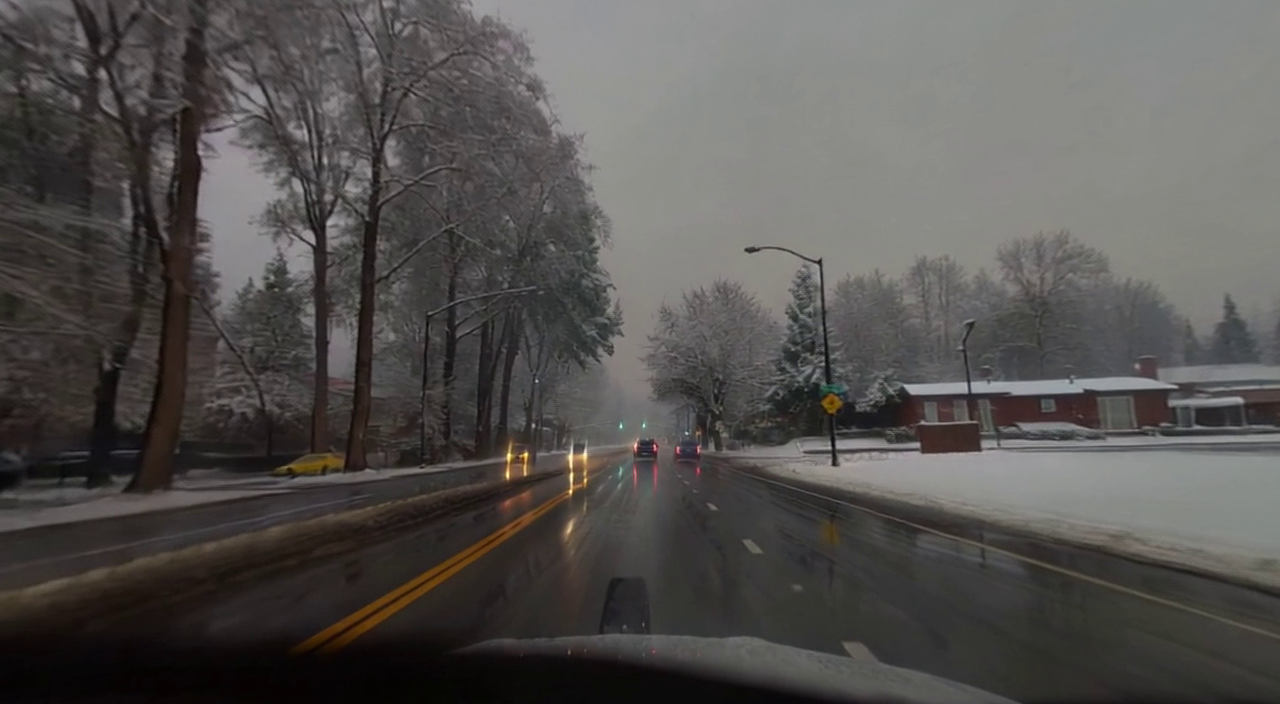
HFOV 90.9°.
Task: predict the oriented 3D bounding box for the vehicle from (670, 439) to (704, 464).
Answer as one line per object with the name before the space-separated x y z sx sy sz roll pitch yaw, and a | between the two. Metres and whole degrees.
vehicle | 3.487 7.420 47.344 2.189 1.766 4.495 0 -8 -1

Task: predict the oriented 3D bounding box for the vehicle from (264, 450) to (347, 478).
vehicle | -21.267 7.151 40.195 4.152 1.686 1.873 0 -8 -1

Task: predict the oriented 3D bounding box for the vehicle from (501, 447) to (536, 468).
vehicle | -9.204 8.039 48.157 1.889 1.506 3.911 0 -8 0

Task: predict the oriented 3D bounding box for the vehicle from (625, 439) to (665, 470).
vehicle | 0.284 5.754 35.504 2.109 1.612 3.963 0 -8 1
